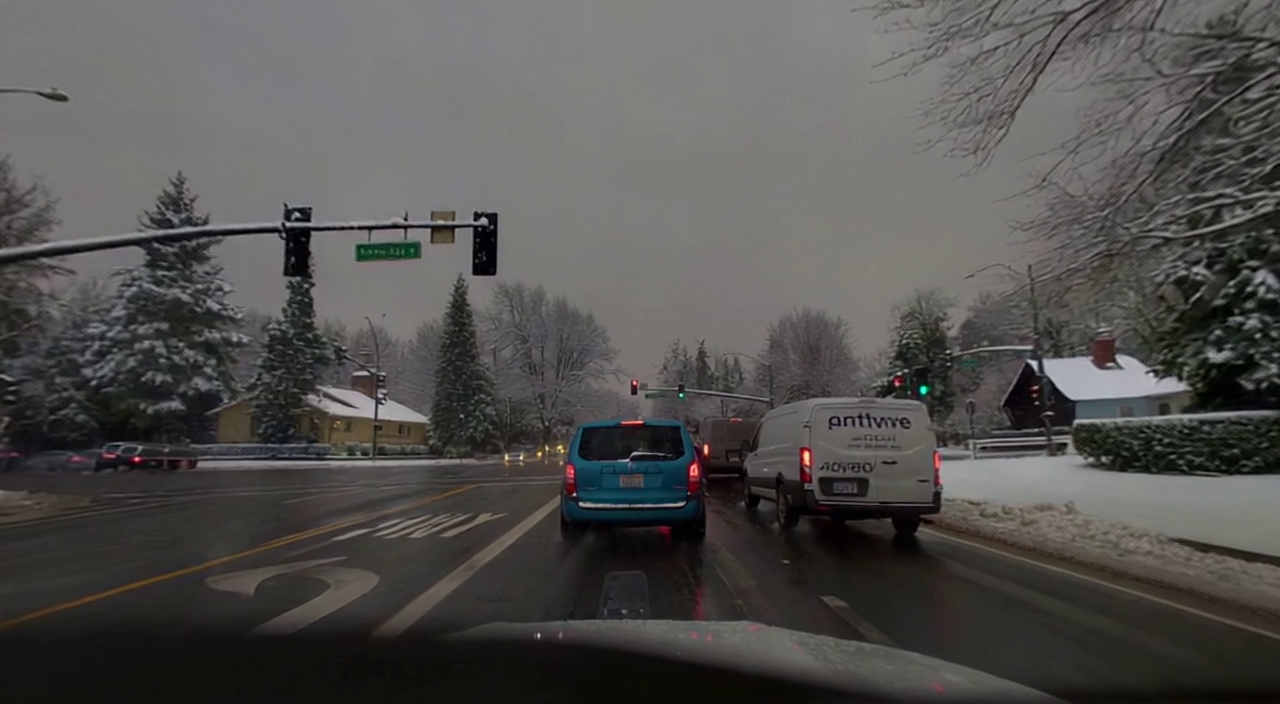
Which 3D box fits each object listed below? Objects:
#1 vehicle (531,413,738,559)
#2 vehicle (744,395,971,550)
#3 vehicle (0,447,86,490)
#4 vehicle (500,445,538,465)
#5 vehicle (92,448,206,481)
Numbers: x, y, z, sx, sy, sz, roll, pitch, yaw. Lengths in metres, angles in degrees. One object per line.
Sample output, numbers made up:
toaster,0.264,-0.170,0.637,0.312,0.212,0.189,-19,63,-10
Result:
vehicle,-0.049,1.820,9.312,2.321,1.624,4.367,0,-8,0
vehicle,3.067,1.806,10.031,2.059,1.924,4.257,0,-8,0
vehicle,-28.424,5.202,28.204,4.757,1.841,2.121,1,-8,-7
vehicle,-9.560,8.153,49.944,1.881,1.515,4.262,-1,-8,4
vehicle,-25.233,5.784,32.406,4.073,1.603,1.920,1,-8,-8
